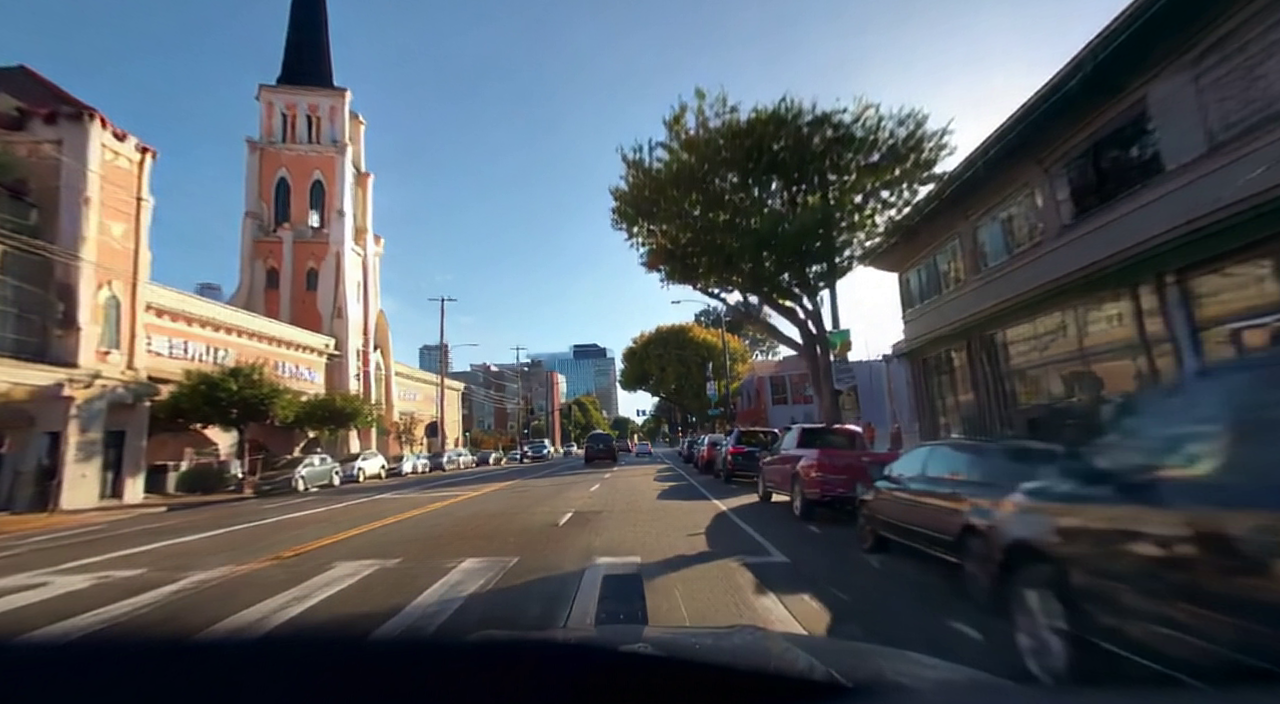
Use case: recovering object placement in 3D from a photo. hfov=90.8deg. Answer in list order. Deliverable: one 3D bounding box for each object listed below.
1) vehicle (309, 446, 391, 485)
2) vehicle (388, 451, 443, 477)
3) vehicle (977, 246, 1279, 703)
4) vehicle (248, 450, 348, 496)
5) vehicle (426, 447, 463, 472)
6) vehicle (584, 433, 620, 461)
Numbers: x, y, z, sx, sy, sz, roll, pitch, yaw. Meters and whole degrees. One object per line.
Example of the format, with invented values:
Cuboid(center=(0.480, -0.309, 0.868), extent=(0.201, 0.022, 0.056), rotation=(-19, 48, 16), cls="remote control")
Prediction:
Cuboid(center=(-15.237, 5.988, 33.540), extent=(2.014, 1.846, 4.920), rotation=(0, -9, -1), cls="vehicle")
Cuboid(center=(-15.193, 7.608, 43.084), extent=(2.076, 1.672, 4.499), rotation=(0, -9, 0), cls="vehicle")
Cuboid(center=(3.121, 0.618, 1.468), extent=(2.074, 2.041, 5.045), rotation=(1, -8, 2), cls="vehicle")
Cuboid(center=(-14.940, 5.271, 27.932), extent=(1.978, 1.819, 4.477), rotation=(0, -9, -2), cls="vehicle")
Cuboid(center=(-15.178, 8.374, 49.273), extent=(1.751, 1.865, 3.735), rotation=(0, -9, -1), cls="vehicle")
Cuboid(center=(-2.742, 7.049, 46.895), extent=(2.293, 1.936, 4.737), rotation=(0, -9, 1), cls="vehicle")
